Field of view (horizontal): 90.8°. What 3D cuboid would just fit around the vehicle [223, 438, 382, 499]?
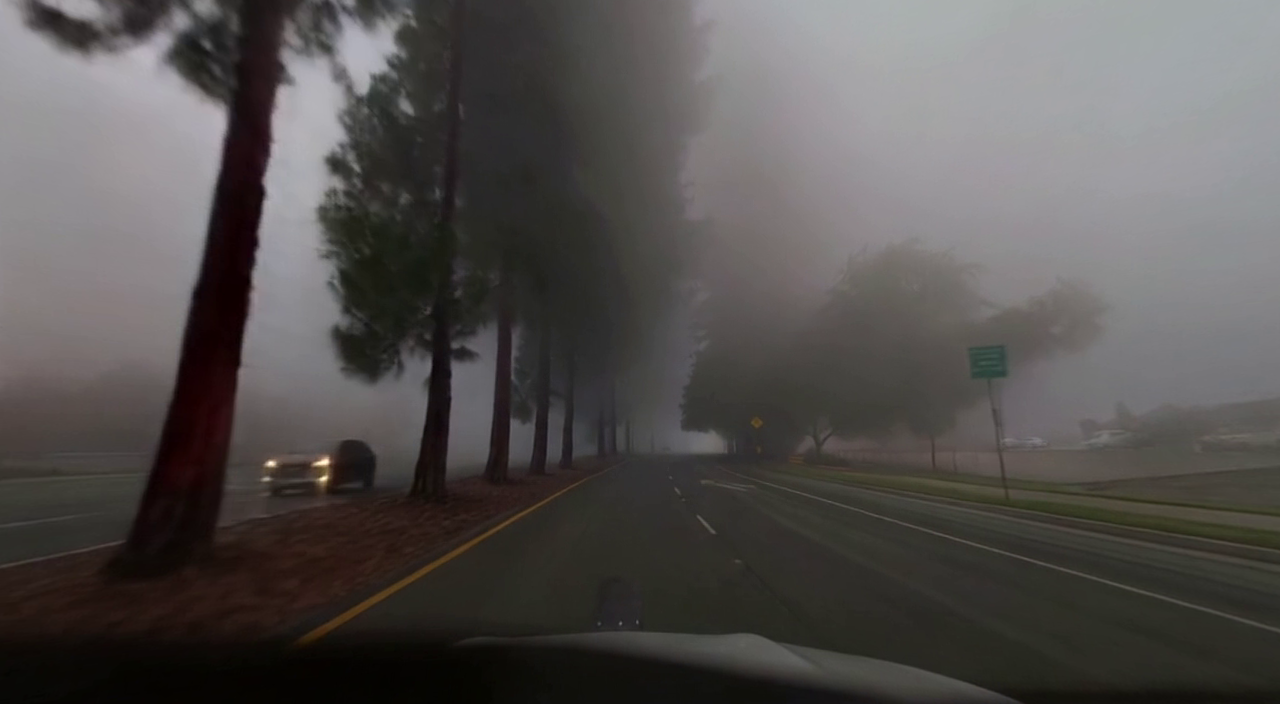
[{"bbox_3d":[-10.061,3.488,19.391,2.181,1.635,4.542,0,-9,3],"label":"vehicle"}]
